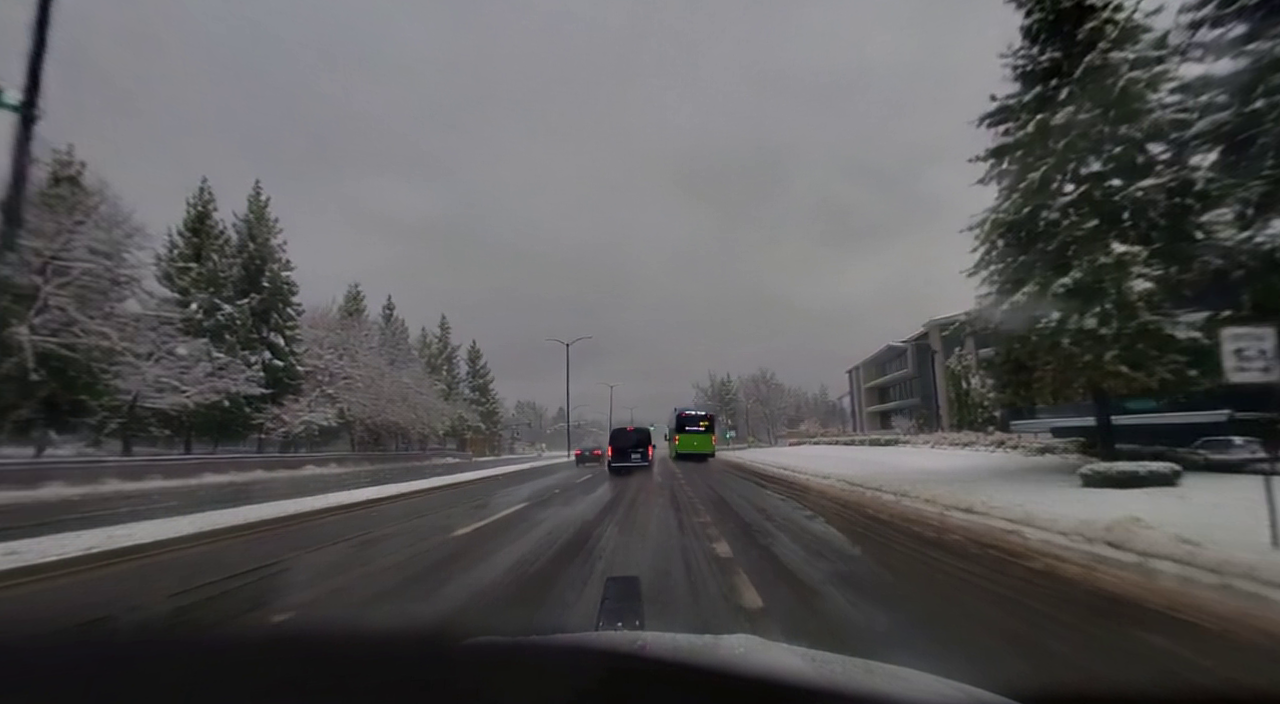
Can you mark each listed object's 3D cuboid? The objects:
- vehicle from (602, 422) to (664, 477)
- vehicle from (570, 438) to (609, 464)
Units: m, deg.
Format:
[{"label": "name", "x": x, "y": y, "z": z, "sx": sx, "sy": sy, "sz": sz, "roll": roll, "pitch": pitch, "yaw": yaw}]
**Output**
[{"label": "vehicle", "x": -0.182, "y": 4.183, "z": 27.160, "sx": 2.336, "sy": 2.122, "sz": 5.207, "roll": -1, "pitch": -9, "yaw": 3}, {"label": "vehicle", "x": -3.374, "y": 6.699, "z": 42.771, "sx": 2.109, "sy": 1.672, "sz": 4.256, "roll": -1, "pitch": -9, "yaw": 3}]
